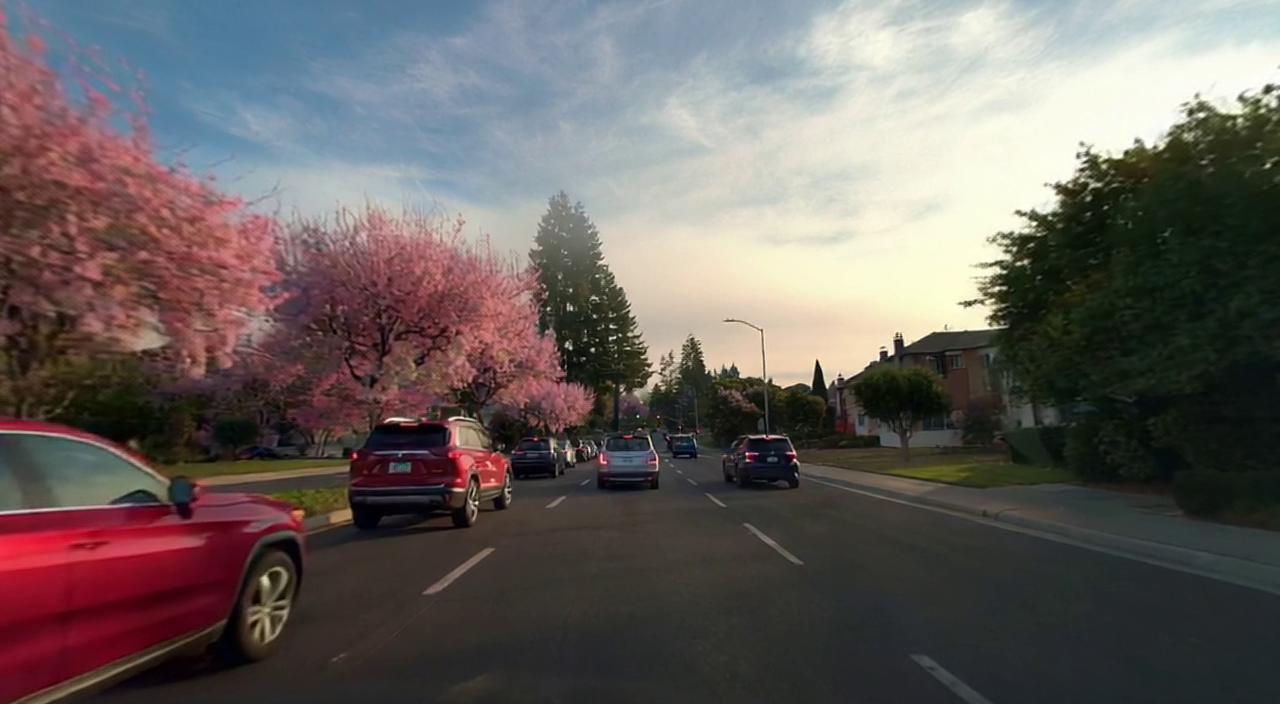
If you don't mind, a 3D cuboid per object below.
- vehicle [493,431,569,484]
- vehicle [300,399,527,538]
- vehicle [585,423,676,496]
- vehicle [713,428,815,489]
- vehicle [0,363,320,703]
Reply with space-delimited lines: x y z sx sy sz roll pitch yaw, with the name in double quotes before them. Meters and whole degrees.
"vehicle" -3.708 3.664 22.263 1.948 1.668 4.279 0 -8 0
"vehicle" -3.626 1.990 11.379 2.304 1.928 4.833 0 -8 0
"vehicle" -0.245 2.815 16.863 2.112 1.693 4.058 0 -8 -1
"vehicle" 3.764 3.333 20.114 2.188 1.685 4.604 0 -8 -2
"vehicle" -3.106 0.800 1.825 2.074 1.566 4.392 0 -8 0
